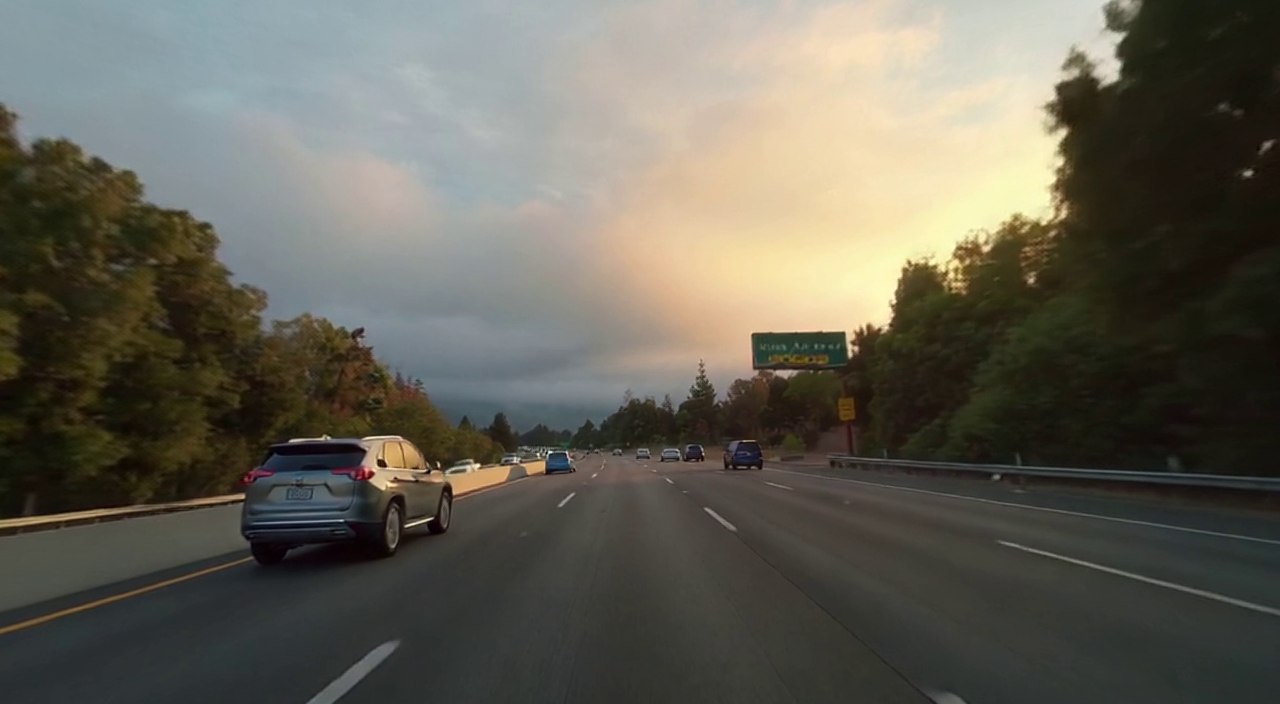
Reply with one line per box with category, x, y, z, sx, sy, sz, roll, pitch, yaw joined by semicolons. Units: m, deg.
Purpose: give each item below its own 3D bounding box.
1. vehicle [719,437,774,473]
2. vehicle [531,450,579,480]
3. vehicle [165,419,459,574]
vehicle;6.591;6.476;39.672;2.378;2.096;5.119;0;-9;-2
vehicle;-4.450;5.961;33.529;2.009;1.488;4.289;0;-9;-1
vehicle;-4.382;1.992;9.411;2.079;1.745;4.281;0;-9;0
